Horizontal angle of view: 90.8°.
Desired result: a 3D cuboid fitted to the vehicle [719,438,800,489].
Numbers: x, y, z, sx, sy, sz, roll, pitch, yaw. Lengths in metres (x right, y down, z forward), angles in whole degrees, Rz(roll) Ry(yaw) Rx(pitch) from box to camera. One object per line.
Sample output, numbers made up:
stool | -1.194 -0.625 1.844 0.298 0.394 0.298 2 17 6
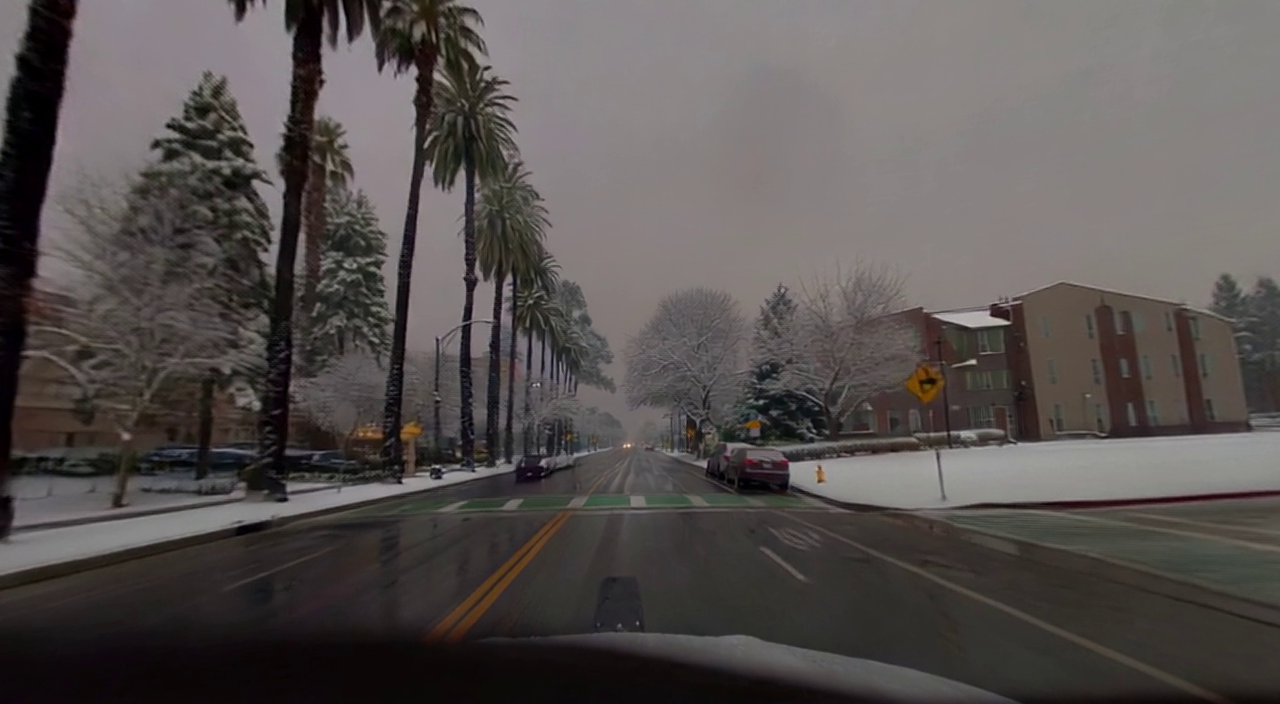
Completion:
vehicle | 4.251 4.023 23.206 1.997 1.640 4.494 0 -9 -1
